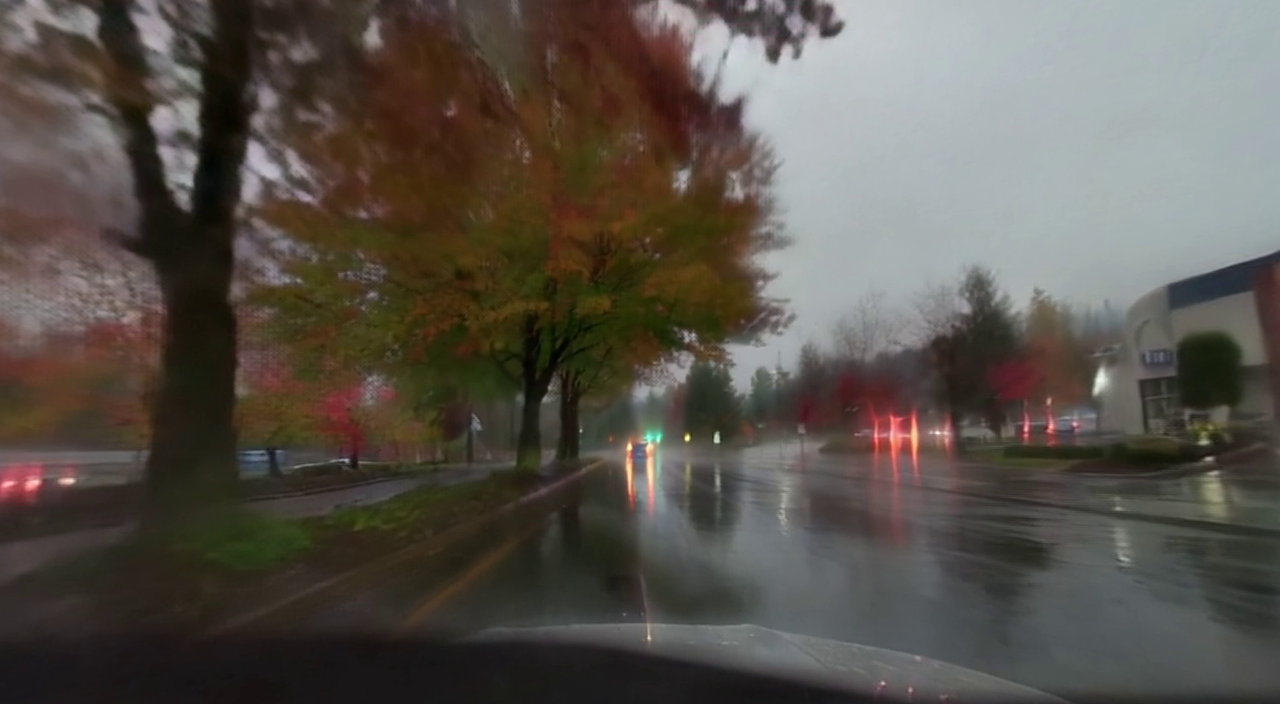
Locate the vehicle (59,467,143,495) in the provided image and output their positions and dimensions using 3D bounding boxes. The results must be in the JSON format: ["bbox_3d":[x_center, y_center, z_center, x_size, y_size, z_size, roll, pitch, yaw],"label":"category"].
[{"bbox_3d":[-34.496,8.231,40.512,1.784,1.536,3.893,-1,-8,2],"label":"vehicle"}]

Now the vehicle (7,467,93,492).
[{"bbox_3d":[-44.856,9.677,48.095,1.963,1.618,4.563,-1,-8,4],"label":"vehicle"}]
